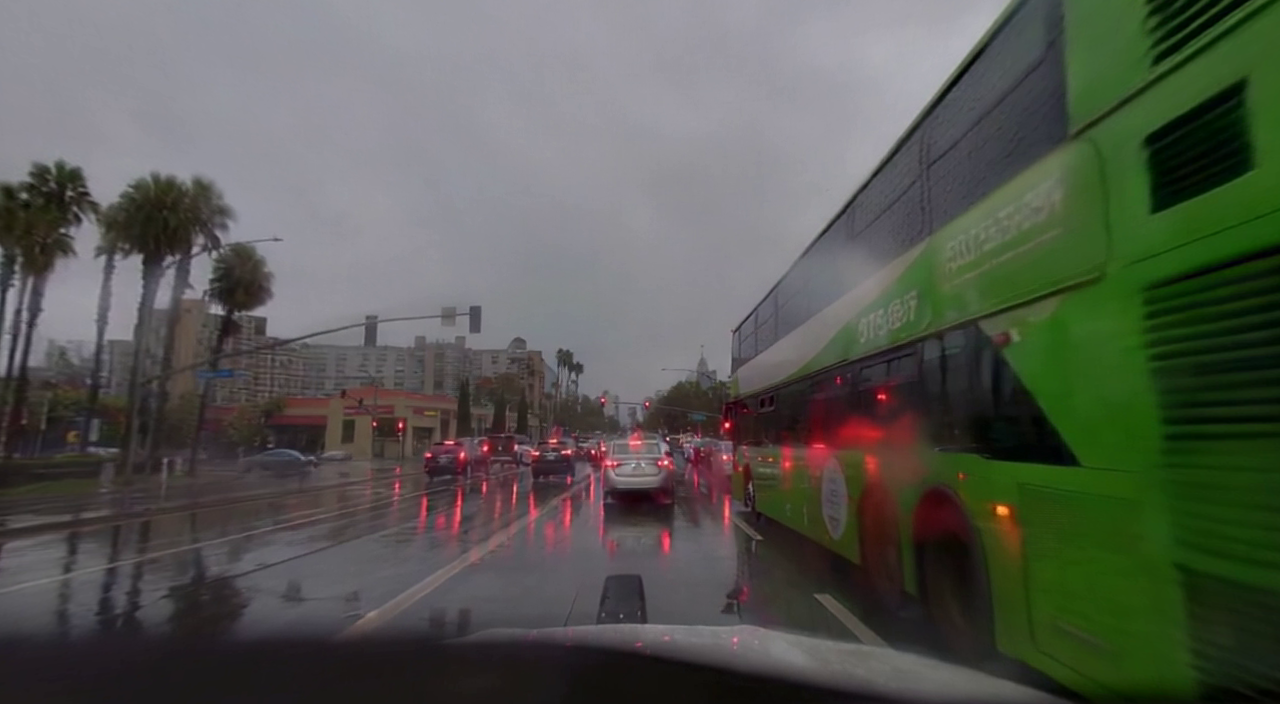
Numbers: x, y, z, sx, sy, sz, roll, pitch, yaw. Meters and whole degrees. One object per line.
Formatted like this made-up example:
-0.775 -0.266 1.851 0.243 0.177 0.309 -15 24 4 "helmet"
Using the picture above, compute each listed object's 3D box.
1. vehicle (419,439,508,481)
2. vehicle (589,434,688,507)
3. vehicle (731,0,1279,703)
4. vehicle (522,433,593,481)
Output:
-6.799 4.209 24.907 1.927 1.480 4.832 -1 -9 2 "vehicle"
-0.021 2.762 15.111 2.060 1.499 3.831 0 -9 0 "vehicle"
3.579 0.395 7.820 2.970 4.015 13.606 0 -9 0 "vehicle"
-3.146 4.110 25.004 2.020 1.721 4.366 -1 -9 2 "vehicle"
